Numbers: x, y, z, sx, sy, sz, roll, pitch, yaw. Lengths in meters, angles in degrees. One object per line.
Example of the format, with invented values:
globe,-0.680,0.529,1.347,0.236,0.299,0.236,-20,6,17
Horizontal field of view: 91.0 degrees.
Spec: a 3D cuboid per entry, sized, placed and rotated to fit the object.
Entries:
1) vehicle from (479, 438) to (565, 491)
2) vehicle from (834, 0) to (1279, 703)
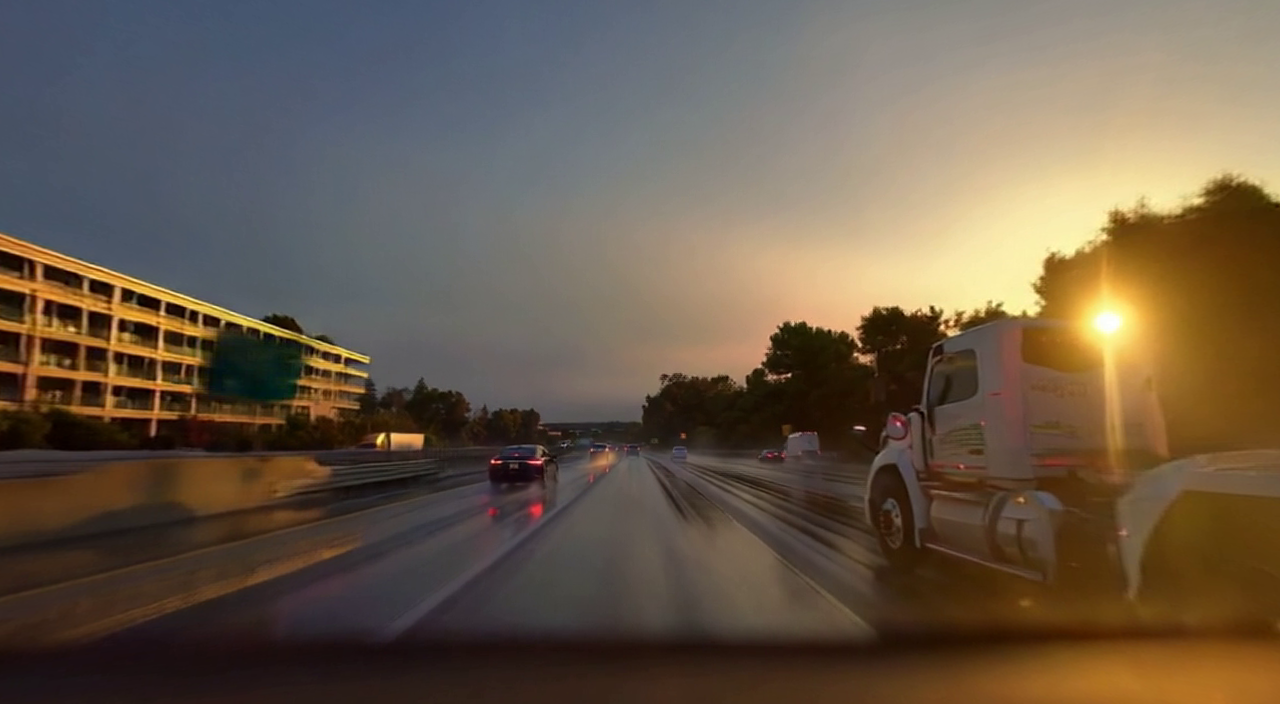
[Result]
vehicle,-3.703,3.597,20.493,1.954,1.528,4.010,0,-9,1
vehicle,3.665,0.012,3.814,3.089,3.779,6.420,0,-9,2
